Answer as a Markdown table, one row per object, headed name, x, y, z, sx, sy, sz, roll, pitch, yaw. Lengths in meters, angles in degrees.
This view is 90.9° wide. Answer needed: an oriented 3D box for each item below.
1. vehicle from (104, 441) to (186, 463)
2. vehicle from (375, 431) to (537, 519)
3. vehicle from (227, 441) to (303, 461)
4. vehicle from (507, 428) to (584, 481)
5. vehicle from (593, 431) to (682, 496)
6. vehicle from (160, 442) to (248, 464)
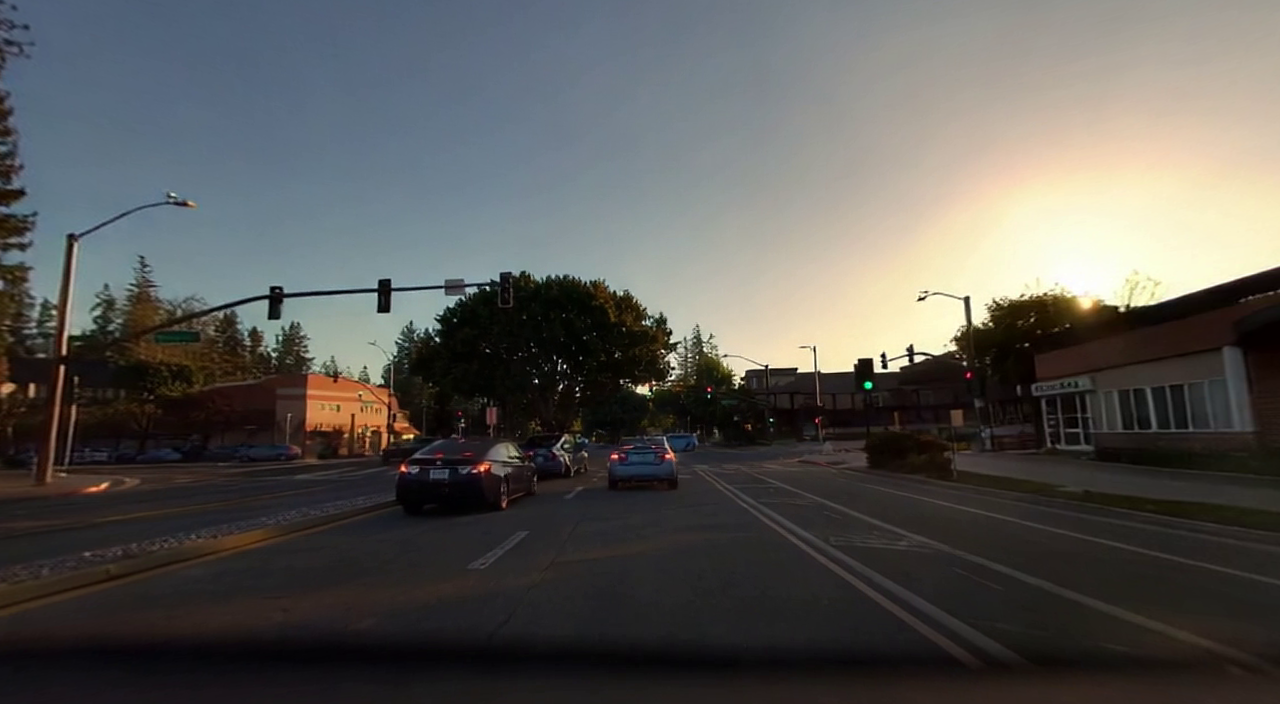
| name | x | y | z | sx | sy | sz | roll | pitch | yaw |
| --- | --- | --- | --- | --- | --- | --- | --- | --- | --- |
| vehicle | -36.909 | 7.459 | 47.059 | 4.513 | 1.616 | 1.899 | 0 | -8 | 1 |
| vehicle | -3.551 | 2.455 | 13.200 | 1.942 | 1.497 | 4.561 | 0 | -8 | 1 |
| vehicle | -27.926 | 7.401 | 47.040 | 4.423 | 1.444 | 1.836 | 0 | -8 | 2 |
| vehicle | -3.322 | 3.709 | 23.032 | 2.029 | 1.752 | 4.420 | 0 | -8 | 1 |
| vehicle | -0.074 | 2.887 | 16.654 | 2.066 | 1.482 | 3.923 | 0 | -8 | 0 |
| vehicle | -29.936 | 6.952 | 43.397 | 4.708 | 1.467 | 1.819 | 0 | -8 | 2 |
